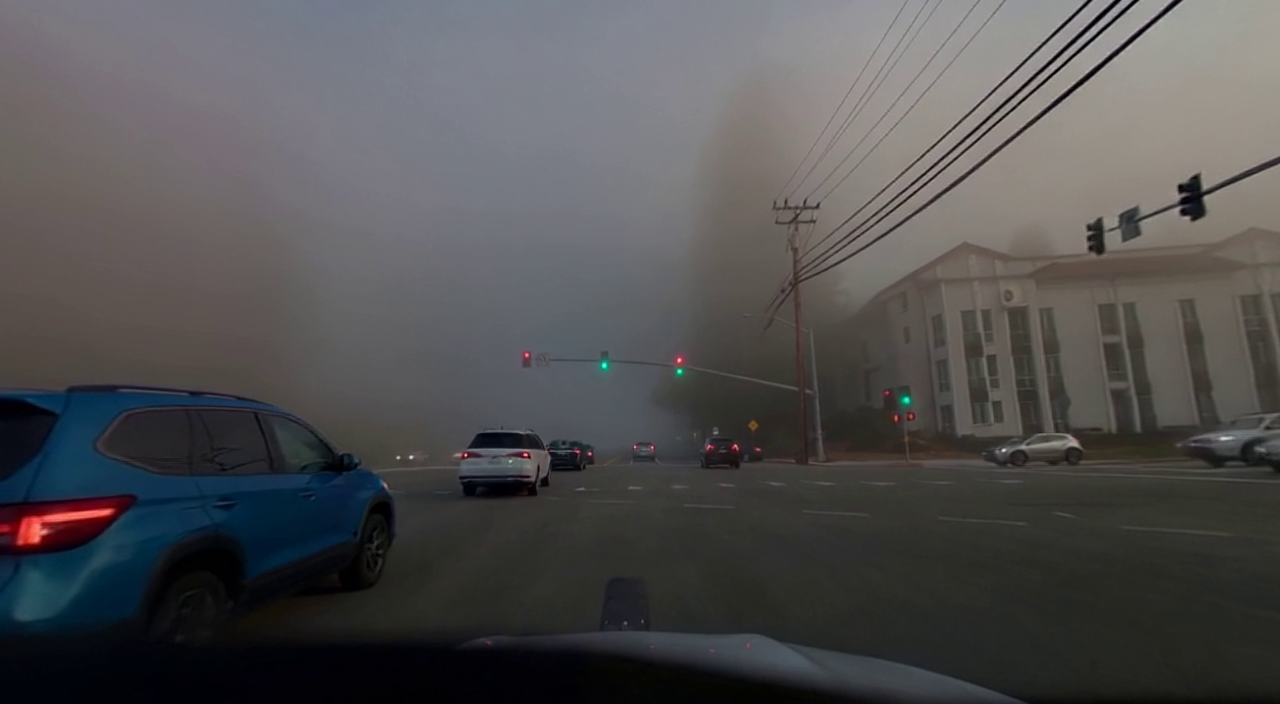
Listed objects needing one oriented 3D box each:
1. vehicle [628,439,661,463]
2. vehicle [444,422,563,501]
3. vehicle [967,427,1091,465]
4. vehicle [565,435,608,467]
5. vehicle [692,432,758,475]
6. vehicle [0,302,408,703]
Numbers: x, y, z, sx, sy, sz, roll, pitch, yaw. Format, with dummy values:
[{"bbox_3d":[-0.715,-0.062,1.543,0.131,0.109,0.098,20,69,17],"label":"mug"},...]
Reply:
[{"bbox_3d":[0.341,6.815,43.532,2.185,1.515,4.215,0,-8,1],"label":"vehicle"},{"bbox_3d":[-3.292,2.750,16.155,1.958,1.744,4.315,0,-8,2],"label":"vehicle"},{"bbox_3d":[17.285,4.212,28.207,4.119,1.574,2.028,-1,-9,5],"label":"vehicle"},{"bbox_3d":[-2.925,5.550,35.434,1.900,1.677,4.128,0,-8,2],"label":"vehicle"},{"bbox_3d":[3.614,4.452,27.783,2.201,1.734,4.564,0,-8,-1],"label":"vehicle"},{"bbox_3d":[-3.211,0.924,3.521,2.127,1.754,4.287,0,-8,1],"label":"vehicle"}]
